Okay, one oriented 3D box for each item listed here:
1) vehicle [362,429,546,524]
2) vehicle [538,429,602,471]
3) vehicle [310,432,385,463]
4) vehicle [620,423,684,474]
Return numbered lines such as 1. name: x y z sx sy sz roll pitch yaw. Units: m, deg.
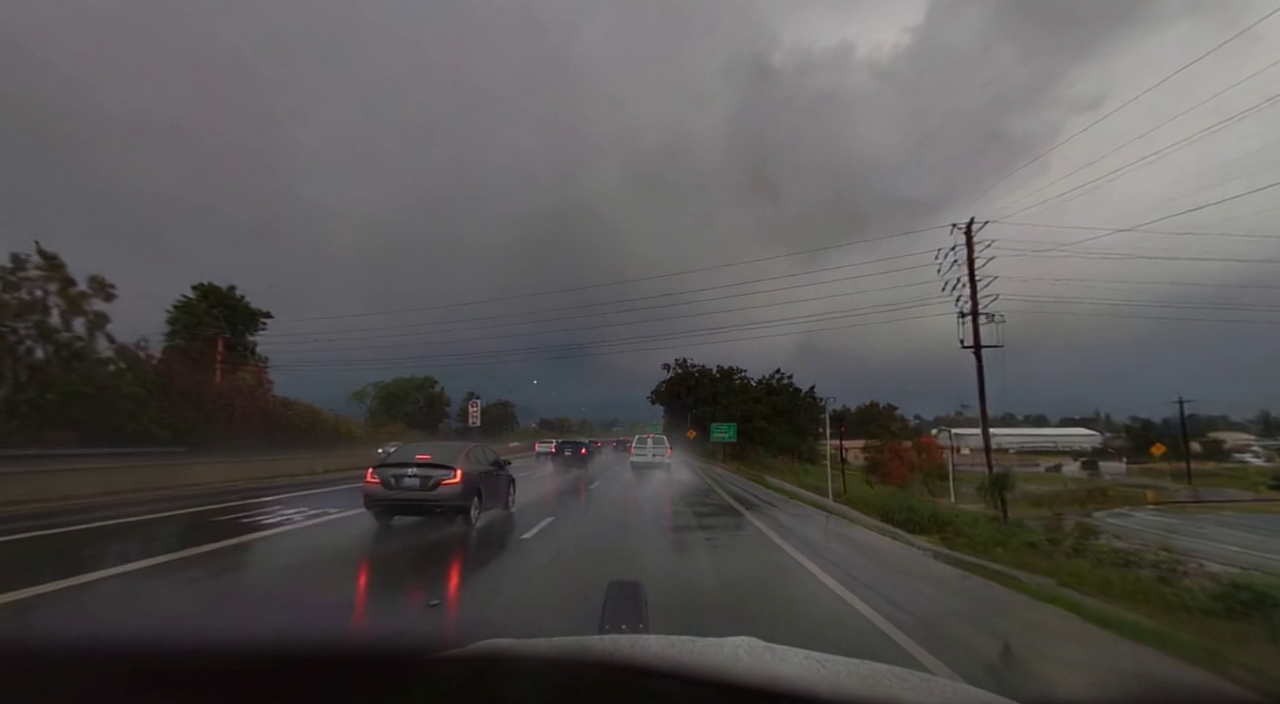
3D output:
1. vehicle: -3.259 2.286 12.166 2.092 1.464 4.466 0 -8 1
2. vehicle: -2.970 4.312 27.833 2.051 1.695 4.731 -1 -8 3
3. vehicle: -16.365 5.384 35.593 1.923 1.636 4.542 0 -8 2
4. vehicle: 0.478 3.801 24.855 2.319 1.813 4.274 0 -8 1
